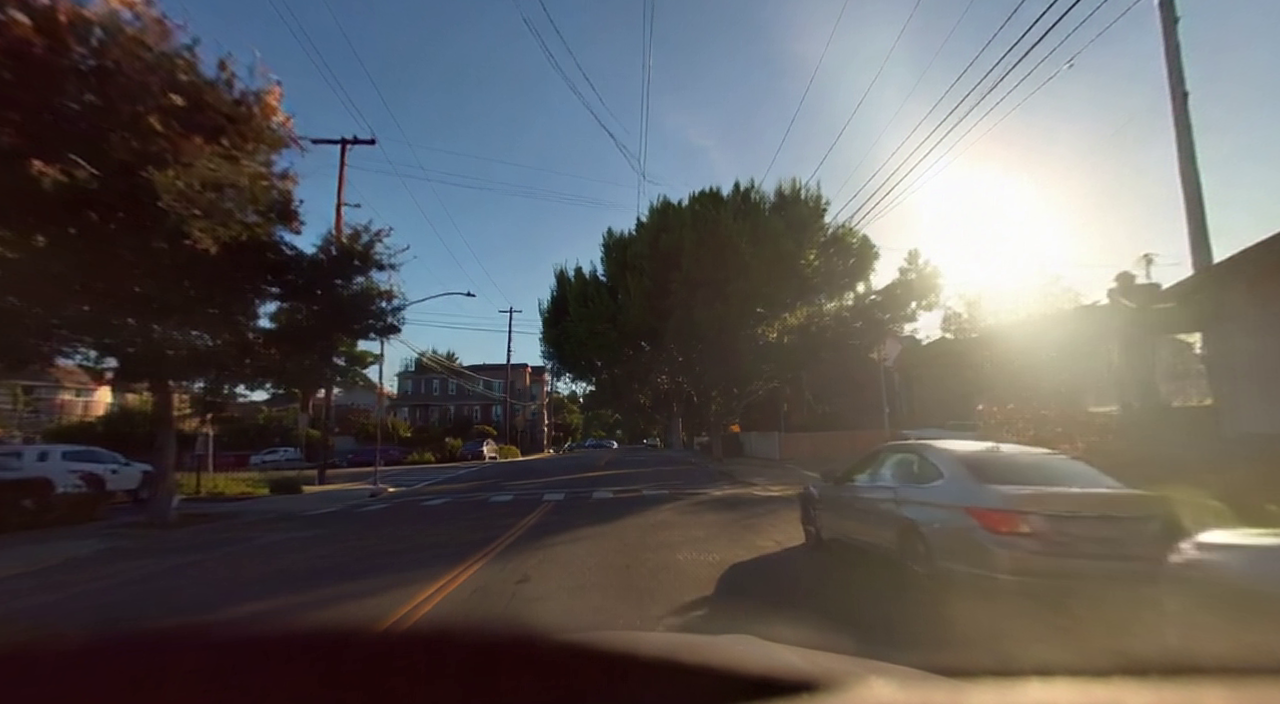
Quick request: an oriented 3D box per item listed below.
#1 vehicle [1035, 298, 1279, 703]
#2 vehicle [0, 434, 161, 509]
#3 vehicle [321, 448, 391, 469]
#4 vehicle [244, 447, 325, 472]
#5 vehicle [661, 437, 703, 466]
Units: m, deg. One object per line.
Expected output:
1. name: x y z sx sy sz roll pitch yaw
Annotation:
1. vehicle: 3.179 0.545 0.841 2.146 1.781 4.634 0 -9 -2
2. vehicle: -16.820 3.403 18.076 4.822 1.868 2.015 3 -10 -38
3. vehicle: -22.013 8.234 49.080 1.797 1.446 4.694 -4 -9 30
4. vehicle: -25.042 7.597 44.654 1.814 1.462 4.703 -8 -10 30
5. vehicle: 2.402 5.789 36.806 1.999 1.604 4.065 0 -9 -2
